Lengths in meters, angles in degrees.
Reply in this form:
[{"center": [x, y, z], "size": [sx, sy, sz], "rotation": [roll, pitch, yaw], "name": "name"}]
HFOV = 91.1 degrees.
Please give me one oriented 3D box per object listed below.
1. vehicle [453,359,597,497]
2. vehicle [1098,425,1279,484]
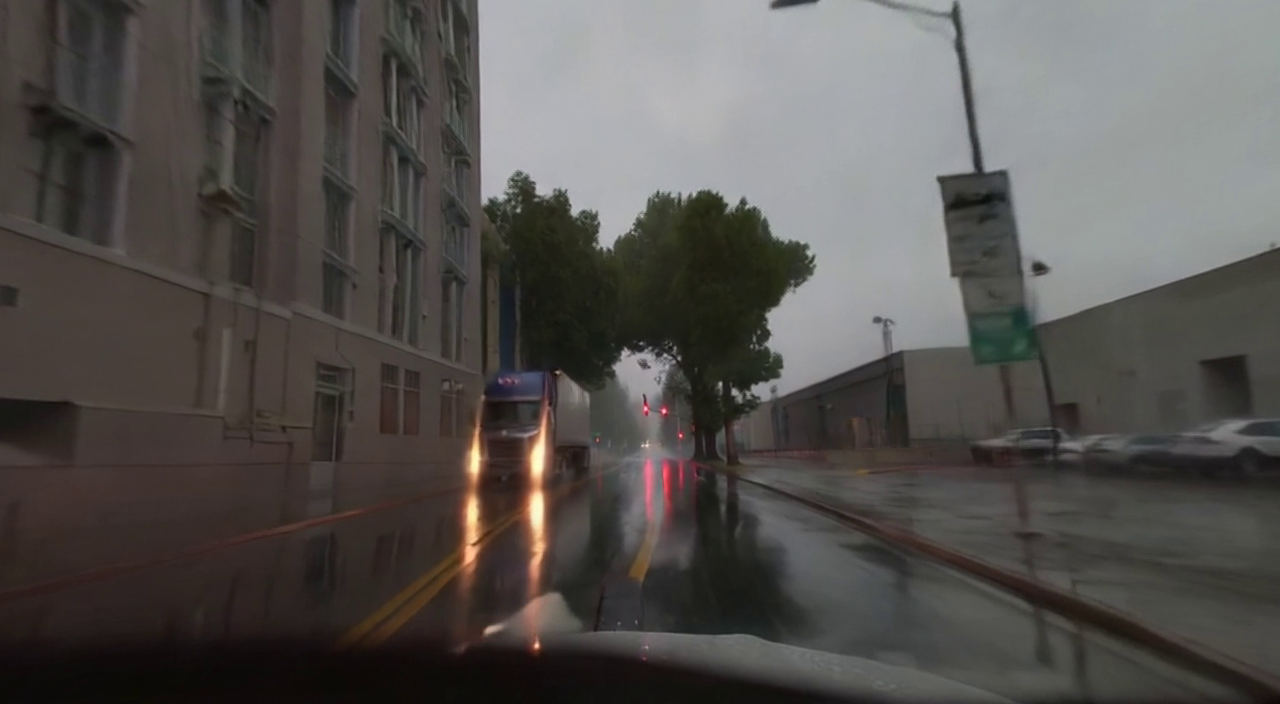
[{"center": [-4.162, 3.541, 27.730], "size": [3.160, 4.343, 15.392], "rotation": [0, -9, 1], "name": "vehicle"}, {"center": [15.957, 2.931, 18.072], "size": [4.061, 1.590, 1.862], "rotation": [0, -8, 1], "name": "vehicle"}]
